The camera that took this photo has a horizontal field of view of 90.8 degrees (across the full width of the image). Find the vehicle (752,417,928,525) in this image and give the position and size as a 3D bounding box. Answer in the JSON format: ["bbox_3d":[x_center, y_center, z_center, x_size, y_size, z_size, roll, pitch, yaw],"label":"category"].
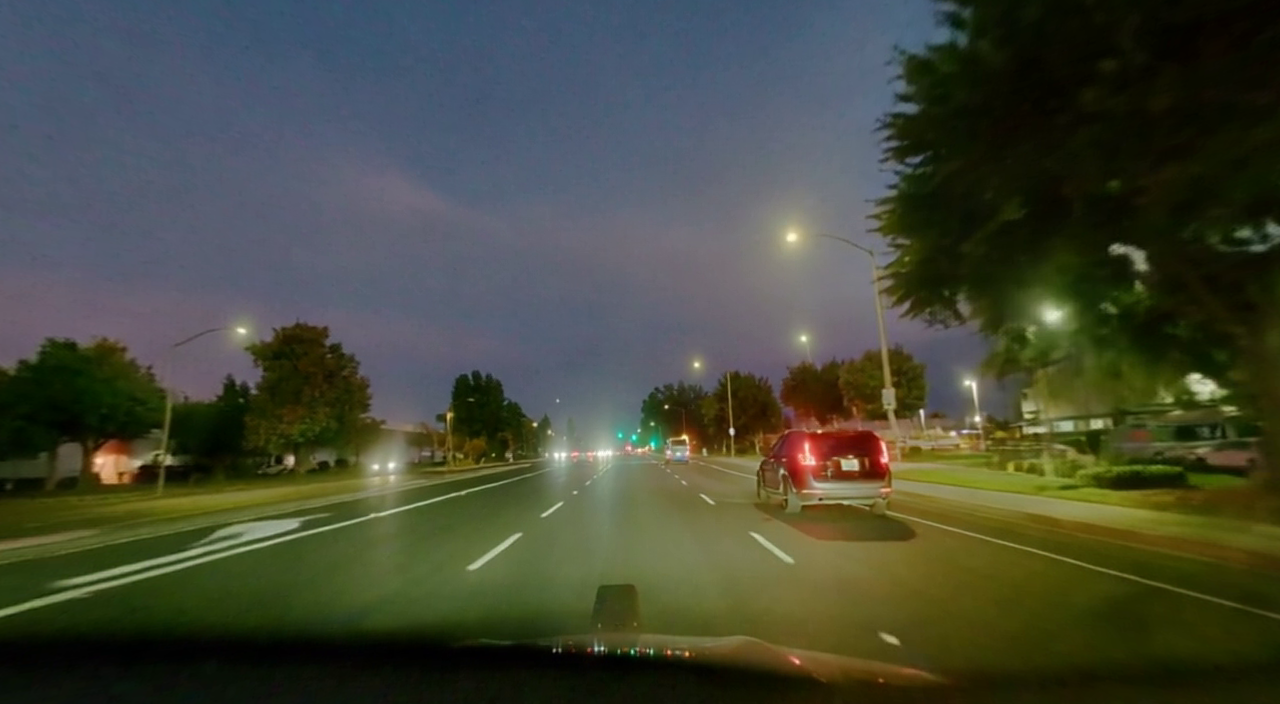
[{"bbox_3d":[3.768,2.335,12.895,2.060,1.816,4.343,0,-9,-1],"label":"vehicle"}]

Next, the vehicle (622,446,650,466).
[{"bbox_3d":[-0.318,7.934,48.448,2.074,1.463,4.016,0,-9,-1],"label":"vehicle"}]

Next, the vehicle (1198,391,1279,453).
[{"bbox_3d":[36.805,4.071,36.823,5.871,3.300,2.842,0,-11,-9],"label":"vehicle"}]

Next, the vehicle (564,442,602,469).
[{"bbox_3d":[-3.982,7.377,45.037,2.220,1.793,4.885,0,-9,1],"label":"vehicle"}]

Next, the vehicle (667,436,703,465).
[{"bbox_3d":[3.338,7.483,48.019,2.197,2.034,4.667,0,-9,-2],"label":"vehicle"}]

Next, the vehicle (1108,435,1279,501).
[{"bbox_3d":[16.293,3.259,17.959,4.407,1.494,1.799,-4,-9,1],"label":"vehicle"}]
